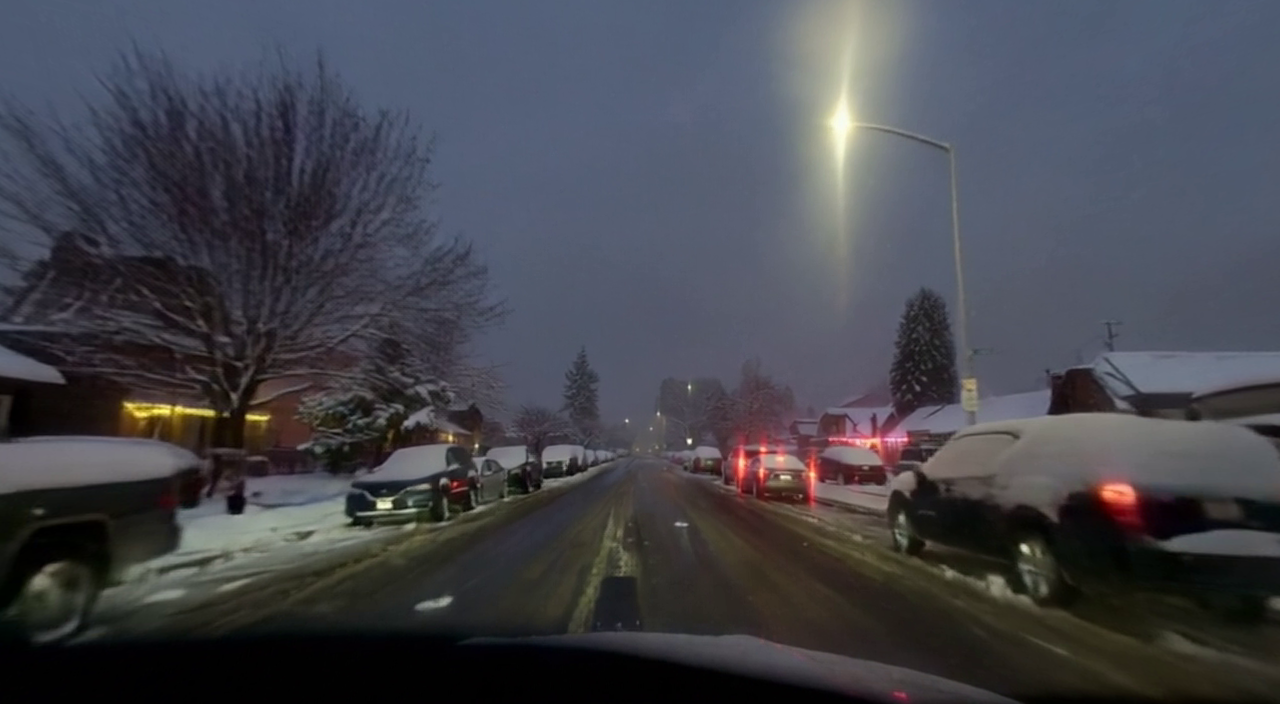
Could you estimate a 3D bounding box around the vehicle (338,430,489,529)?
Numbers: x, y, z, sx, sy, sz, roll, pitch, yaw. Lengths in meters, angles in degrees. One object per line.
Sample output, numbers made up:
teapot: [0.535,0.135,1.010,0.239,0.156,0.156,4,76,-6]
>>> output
vehicle: [-4.836,2.807,14.224,2.007,1.861,4.101,0,-10,-2]

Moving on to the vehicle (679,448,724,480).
vehicle: [4.100,7.575,43.088,2.415,1.963,5.688,1,-8,-1]

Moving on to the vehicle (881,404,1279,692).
vehicle: [4.922,1.722,7.084,2.201,1.896,5.632,0,-9,0]

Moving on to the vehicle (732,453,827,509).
vehicle: [4.422,4.158,20.877,1.850,1.516,5.066,1,-8,-2]

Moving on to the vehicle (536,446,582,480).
vehicle: [-4.588,6.343,36.330,2.035,1.822,4.348,0,-9,0]

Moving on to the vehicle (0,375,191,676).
vehicle: [-5.210,0.979,2.988,2.319,1.902,5.526,-2,-9,-3]

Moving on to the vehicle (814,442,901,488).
vehicle: [9.601,4.976,28.350,2.125,1.716,4.672,0,-6,-1]
